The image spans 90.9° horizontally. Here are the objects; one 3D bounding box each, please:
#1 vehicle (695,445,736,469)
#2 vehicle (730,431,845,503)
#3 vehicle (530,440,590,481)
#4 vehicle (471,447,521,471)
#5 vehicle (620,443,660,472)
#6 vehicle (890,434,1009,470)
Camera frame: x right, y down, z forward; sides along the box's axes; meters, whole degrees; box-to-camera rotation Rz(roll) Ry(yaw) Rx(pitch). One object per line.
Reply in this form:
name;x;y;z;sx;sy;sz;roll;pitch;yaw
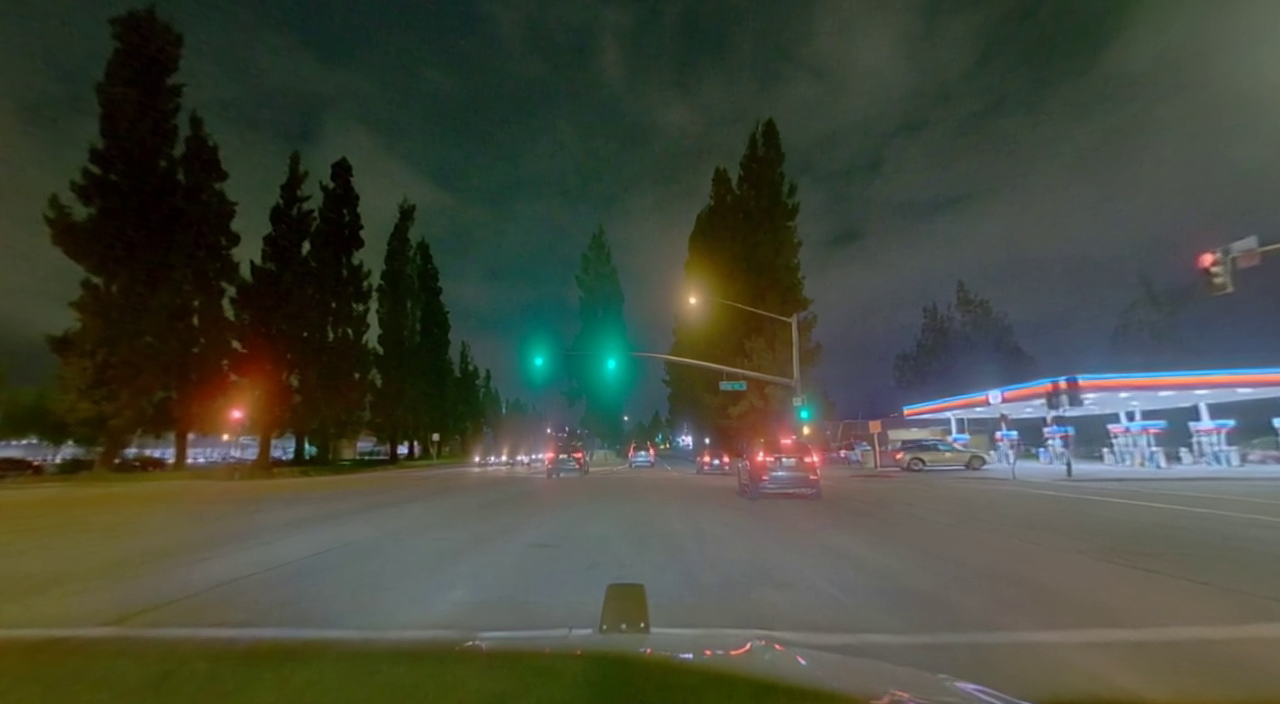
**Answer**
vehicle;5.021;7.034;42.408;2.174;1.462;4.400;0;-8;0
vehicle;3.821;3.036;17.123;2.022;1.683;4.171;0;-8;-1
vehicle;-3.414;4.713;27.661;2.023;1.607;4.086;0;-8;1
vehicle;-9.264;6.890;40.848;2.023;1.433;4.699;0;-8;1
vehicle;0.002;5.969;35.941;2.104;1.477;4.591;0;-8;0
vehicle;18.170;5.903;37.267;5.585;1.866;2.607;-1;-9;-2
